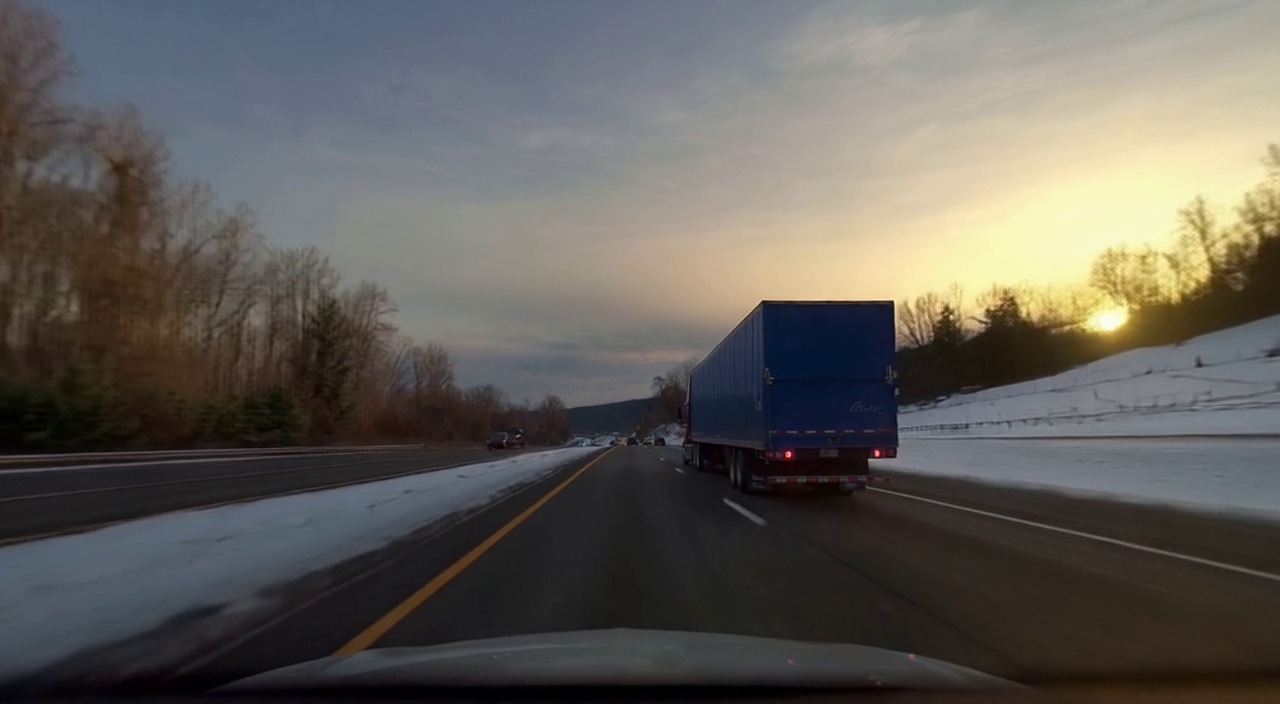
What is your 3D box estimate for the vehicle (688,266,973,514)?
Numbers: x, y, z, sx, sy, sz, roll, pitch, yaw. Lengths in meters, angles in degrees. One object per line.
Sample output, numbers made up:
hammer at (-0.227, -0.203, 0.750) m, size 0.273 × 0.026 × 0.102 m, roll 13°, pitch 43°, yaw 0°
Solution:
vehicle at (3.875, 1.748, 19.310) m, size 3.203 × 4.273 × 17.131 m, roll 0°, pitch -8°, yaw -1°
